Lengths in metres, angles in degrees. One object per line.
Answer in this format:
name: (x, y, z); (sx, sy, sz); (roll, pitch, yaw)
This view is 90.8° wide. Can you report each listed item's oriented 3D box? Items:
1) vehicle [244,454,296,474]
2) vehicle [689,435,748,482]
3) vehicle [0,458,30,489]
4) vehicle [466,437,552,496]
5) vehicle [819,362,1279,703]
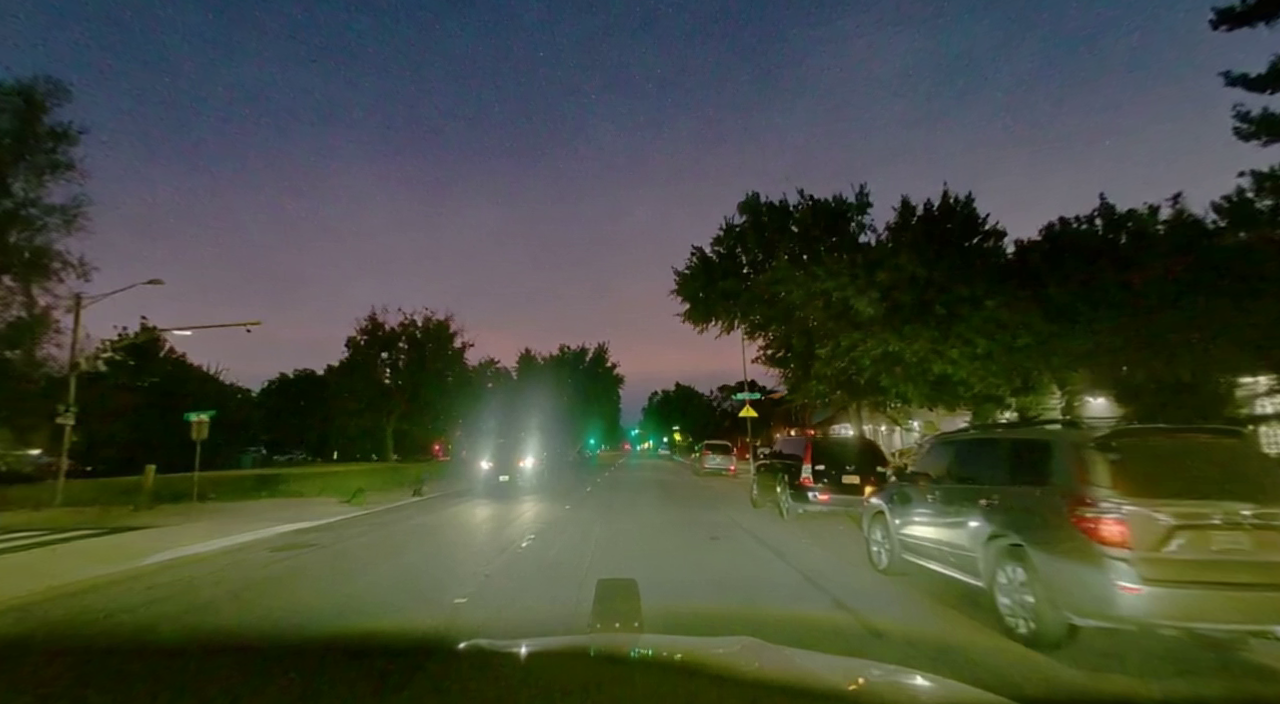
vehicle: (-29.184, 8.776, 49.717); (4.558, 1.495, 1.925); (-7, -11, 38)
vehicle: (3.435, 4.722, 28.195); (1.949, 1.807, 4.224); (3, -9, -1)
vehicle: (-35.787, 6.862, 35.520); (3.883, 1.505, 1.825); (-15, -17, 42)
vehicle: (-4.493, 3.985, 22.390); (2.074, 1.836, 4.365); (-1, -9, 0)
vehicle: (3.367, 1.273, 5.427); (2.137, 1.761, 4.697); (0, -9, -2)
